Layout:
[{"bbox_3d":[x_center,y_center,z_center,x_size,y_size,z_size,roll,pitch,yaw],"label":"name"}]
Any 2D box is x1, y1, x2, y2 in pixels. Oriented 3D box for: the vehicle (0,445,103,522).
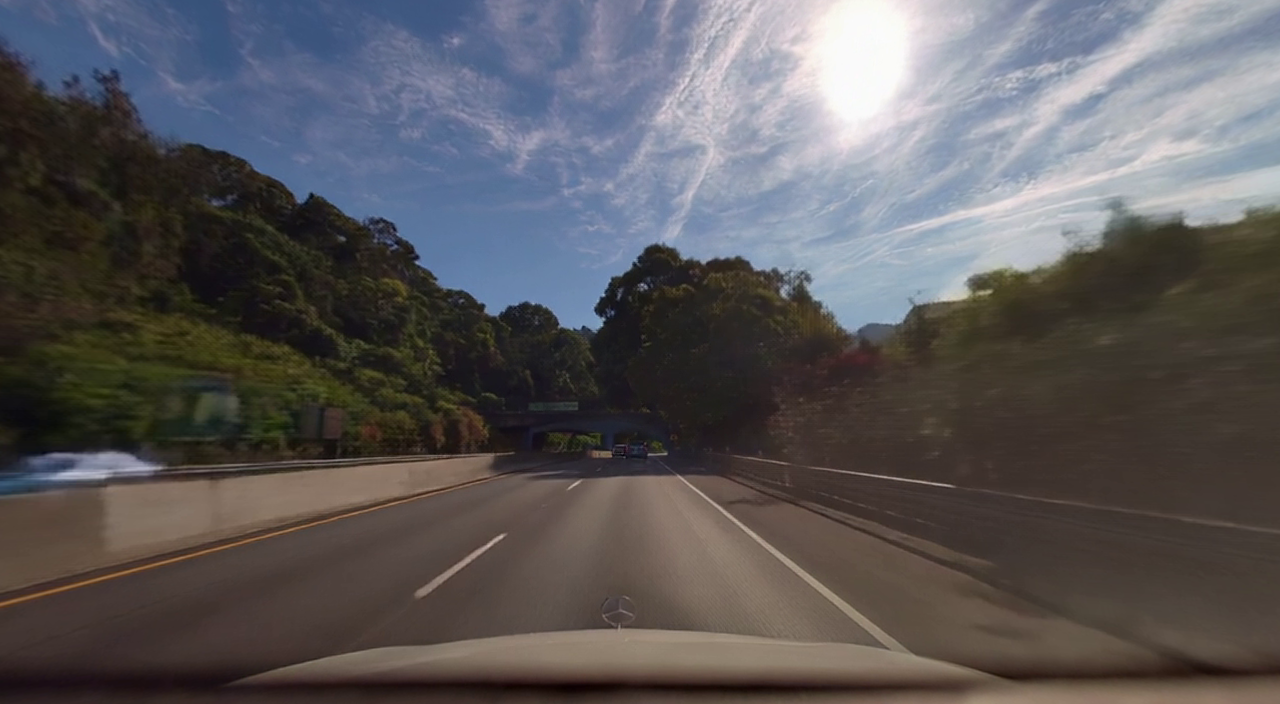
[{"bbox_3d":[-14.558,2.850,13.660,1.918,1.609,4.302,0,-8,0],"label":"vehicle"}]
